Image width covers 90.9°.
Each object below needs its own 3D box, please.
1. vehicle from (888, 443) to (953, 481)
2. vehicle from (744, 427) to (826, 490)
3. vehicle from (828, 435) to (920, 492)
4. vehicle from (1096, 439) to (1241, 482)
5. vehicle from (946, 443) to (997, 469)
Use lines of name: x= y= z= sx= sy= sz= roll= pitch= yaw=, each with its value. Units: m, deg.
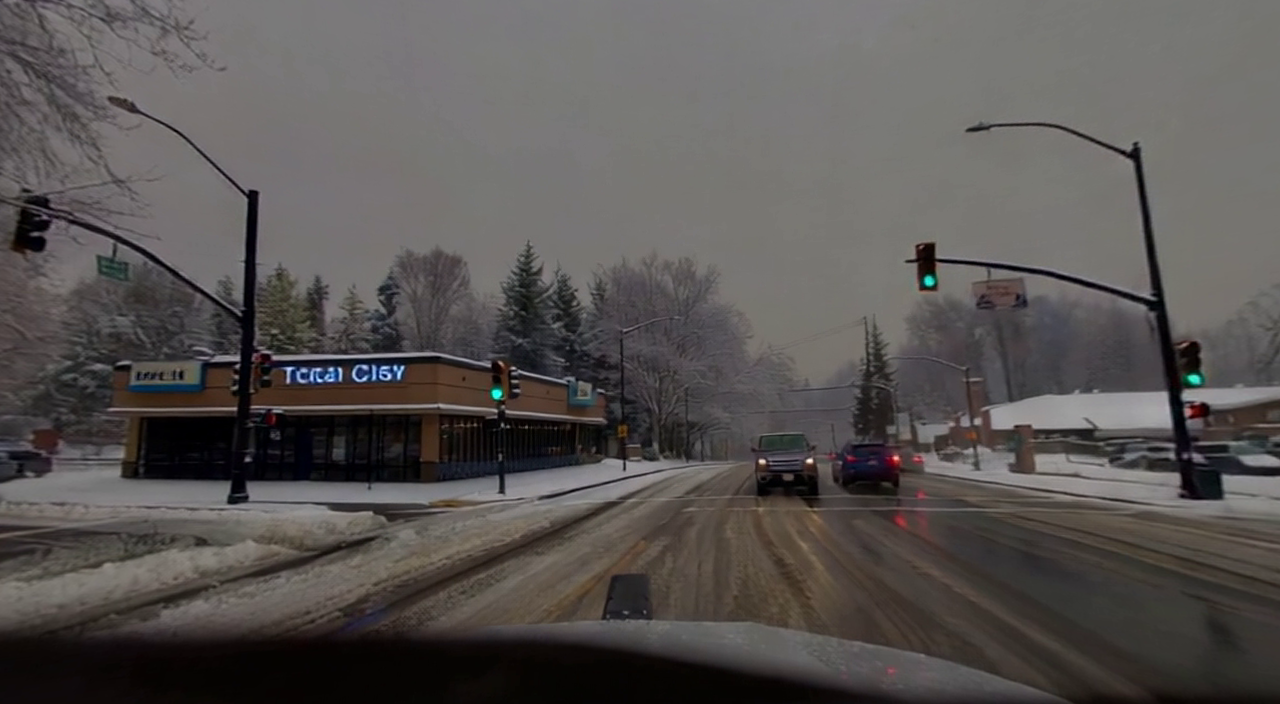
vehicle: x=13.230 y=5.166 z=29.990 sx=1.792 sy=1.682 sz=4.089 roll=-1 pitch=-8 yaw=9
vehicle: x=5.002 y=3.727 z=22.526 sx=2.390 sy=1.948 sz=5.344 roll=-1 pitch=-8 yaw=9
vehicle: x=7.907 y=3.771 z=21.807 sx=2.048 sy=1.725 sz=4.754 roll=-1 pitch=-8 yaw=9
vehicle: x=21.365 y=4.380 z=25.711 sx=1.924 sy=1.579 sz=4.084 roll=2 pitch=-8 yaw=-12
vehicle: x=23.257 y=7.281 z=44.383 sx=1.886 sy=1.687 sz=4.268 roll=-2 pitch=-8 yaw=10
